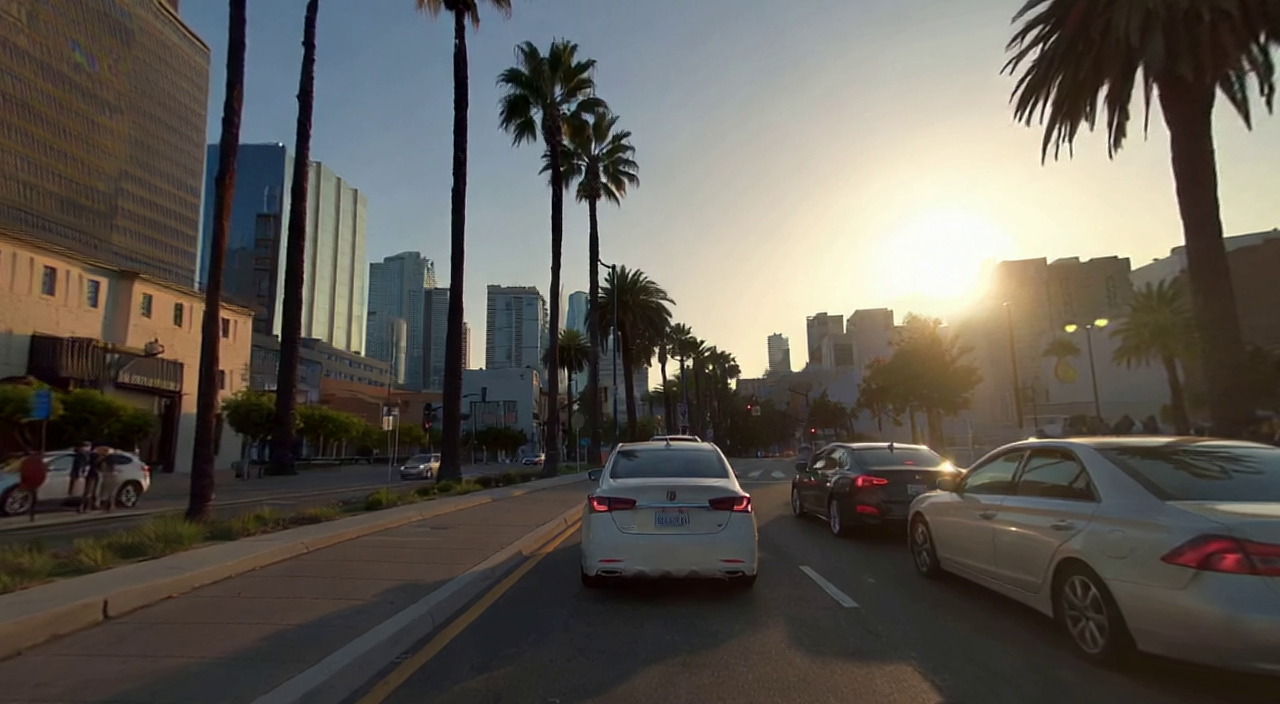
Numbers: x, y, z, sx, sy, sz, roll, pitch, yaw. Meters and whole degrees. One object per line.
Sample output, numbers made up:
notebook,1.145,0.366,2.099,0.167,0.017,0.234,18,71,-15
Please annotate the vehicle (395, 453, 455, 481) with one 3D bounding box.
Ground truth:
vehicle,-13.468,7.195,39.779,1.801,1.563,4.015,-2,-9,9

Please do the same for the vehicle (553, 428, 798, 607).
vehicle,0.336,1.697,7.300,2.078,1.503,3.681,0,-9,1

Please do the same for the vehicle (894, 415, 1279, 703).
vehicle,3.640,1.298,4.578,1.913,1.469,4.425,-1,-9,3

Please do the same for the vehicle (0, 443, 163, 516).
vehicle,-17.430,3.642,18.585,2.247,1.868,5.132,-2,-9,9
